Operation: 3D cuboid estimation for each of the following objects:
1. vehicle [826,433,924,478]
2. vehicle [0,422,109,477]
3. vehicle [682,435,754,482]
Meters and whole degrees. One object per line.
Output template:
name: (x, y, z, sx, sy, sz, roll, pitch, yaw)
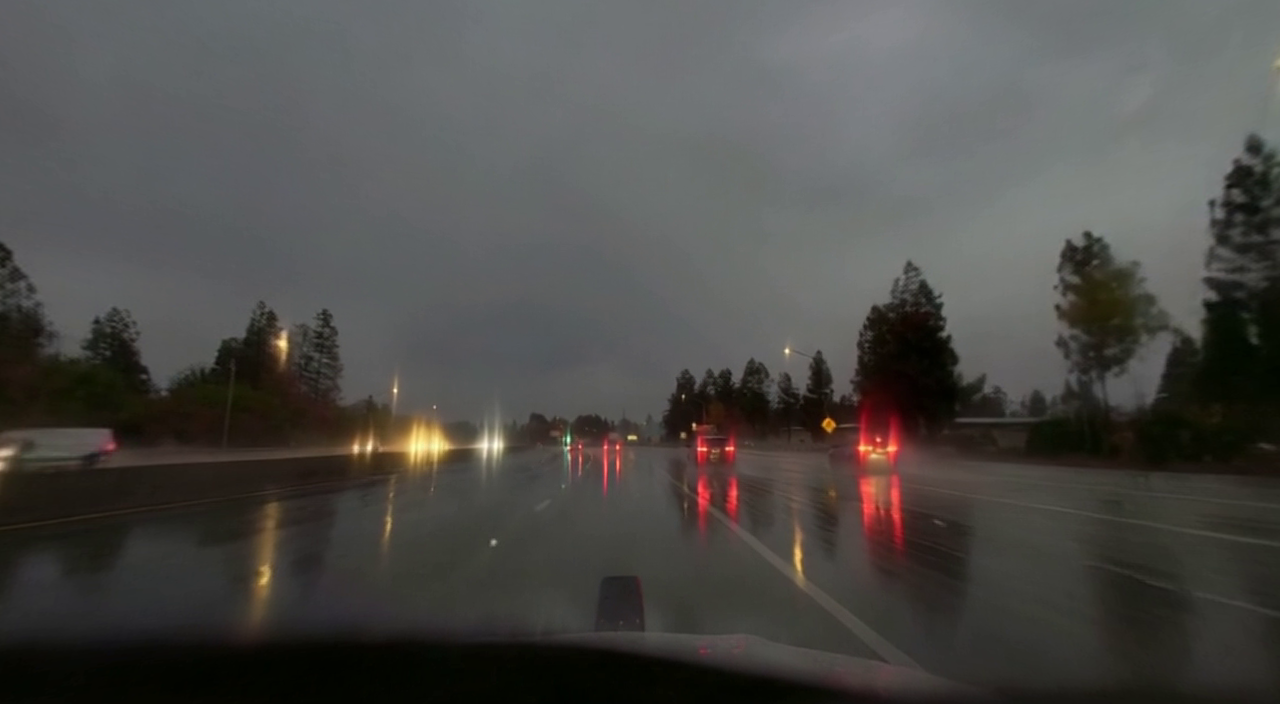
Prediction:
vehicle: (9.260, 4.140, 25.343, 1.909, 1.634, 4.739, 0, -9, -3)
vehicle: (-28.156, 4.466, 28.771, 2.410, 2.277, 6.230, 0, -9, -1)
vehicle: (2.749, 3.891, 23.169, 1.975, 1.562, 3.823, 0, -9, -3)
